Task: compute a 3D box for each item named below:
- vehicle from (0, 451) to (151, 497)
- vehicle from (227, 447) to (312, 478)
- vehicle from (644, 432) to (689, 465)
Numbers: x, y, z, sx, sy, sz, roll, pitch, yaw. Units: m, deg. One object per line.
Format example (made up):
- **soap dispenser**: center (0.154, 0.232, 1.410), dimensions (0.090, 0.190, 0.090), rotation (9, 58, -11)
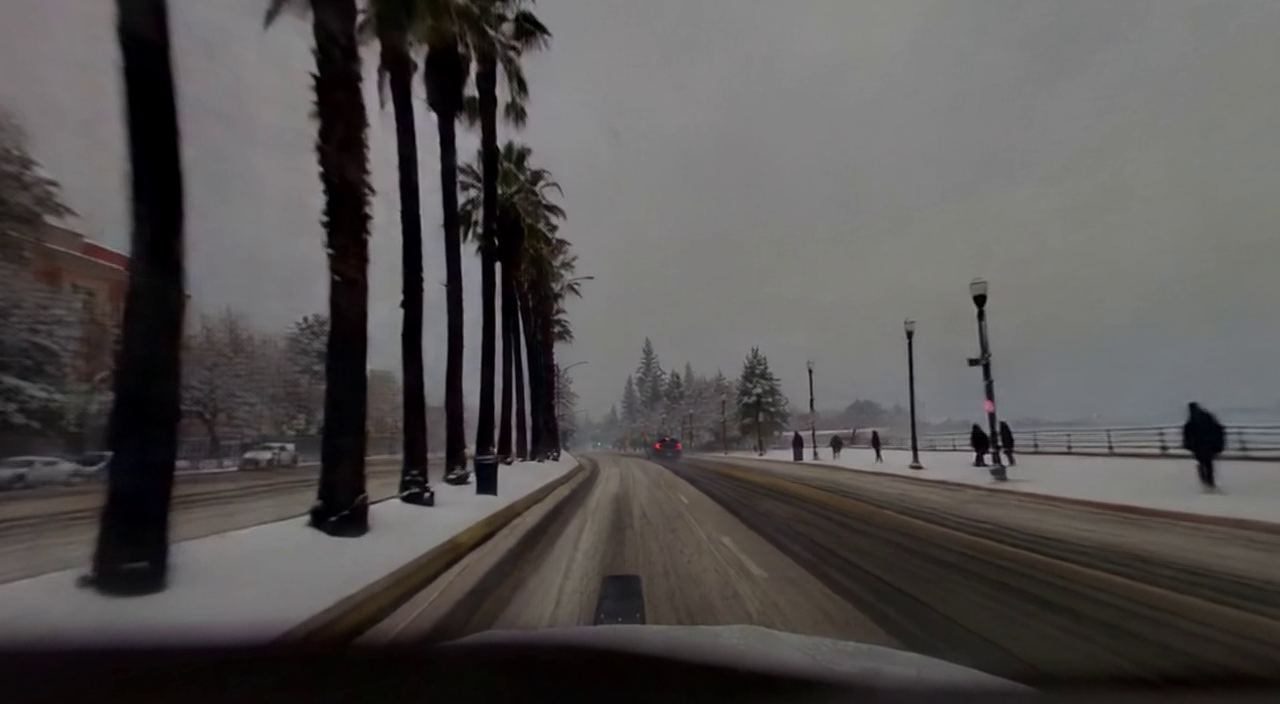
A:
- **vehicle**: center (-21.779, 4.635, 24.492), dimensions (1.866, 1.553, 4.835), rotation (0, -8, -2)
- **vehicle**: center (-22.001, 6.566, 37.807), dimensions (2.285, 1.689, 4.968), rotation (0, -8, -4)
- **vehicle**: center (1.659, 6.468, 42.586), dimensions (2.284, 2.010, 6.670), rotation (0, -8, -4)
